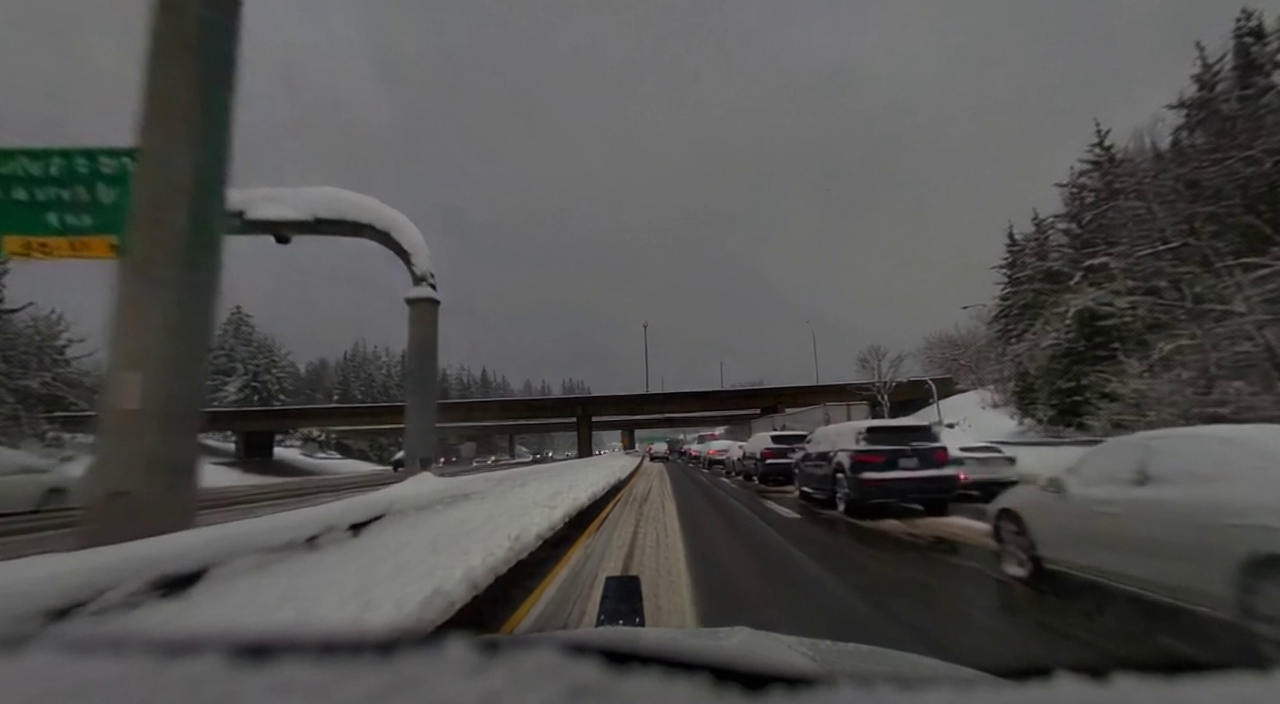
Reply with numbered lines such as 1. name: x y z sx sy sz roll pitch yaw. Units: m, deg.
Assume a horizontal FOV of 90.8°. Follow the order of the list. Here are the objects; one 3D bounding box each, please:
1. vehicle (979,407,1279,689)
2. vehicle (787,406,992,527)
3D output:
1. vehicle: 4.451 1.121 3.886 2.065 1.487 4.972 0 -9 1
2. vehicle: 4.656 2.247 12.869 2.191 1.963 5.001 0 -9 1
